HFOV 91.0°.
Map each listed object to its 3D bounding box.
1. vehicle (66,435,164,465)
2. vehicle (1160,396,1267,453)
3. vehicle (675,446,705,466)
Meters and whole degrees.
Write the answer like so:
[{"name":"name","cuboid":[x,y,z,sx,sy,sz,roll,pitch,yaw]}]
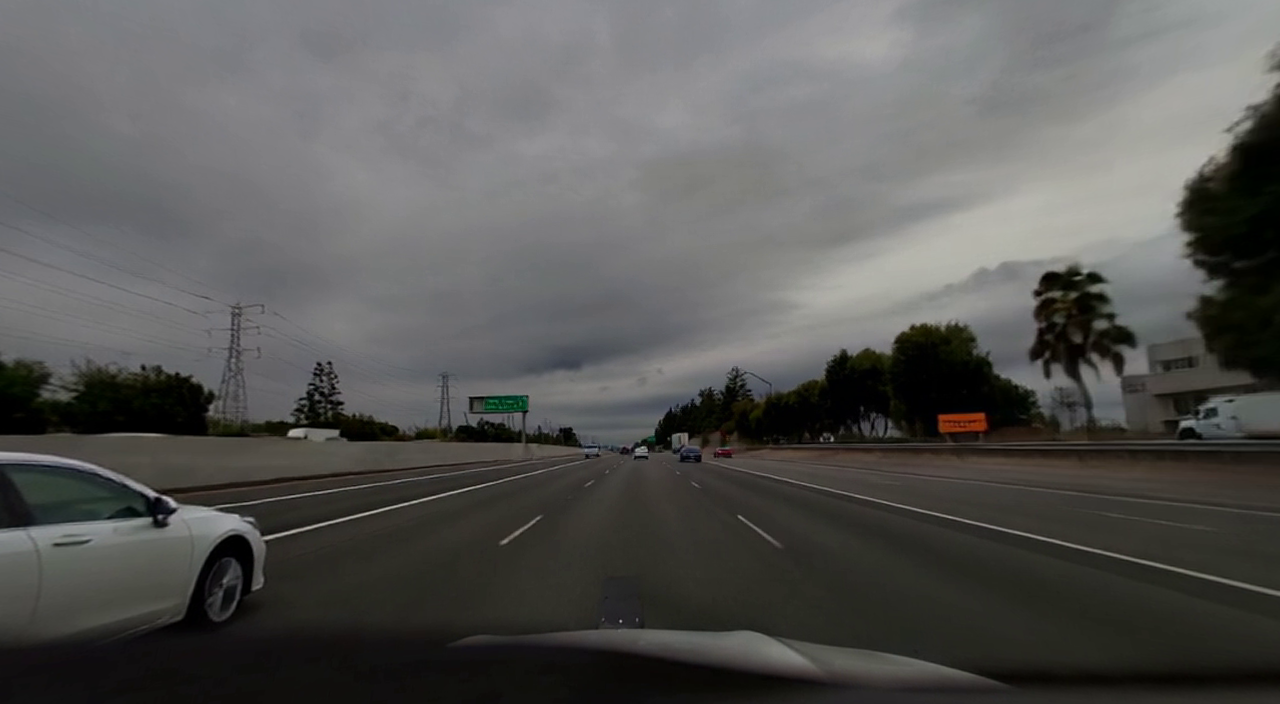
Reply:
[{"name":"vehicle","cuboid":[-28.856,5.408,34.794,1.850,1.579,4.049,0,-9,1]},{"name":"vehicle","cuboid":[41.955,5.384,46.265,2.985,3.956,4.846,0,-9,1]},{"name":"vehicle","cuboid":[3.866,8.176,49.617,2.076,1.506,4.050,0,-9,0]}]
